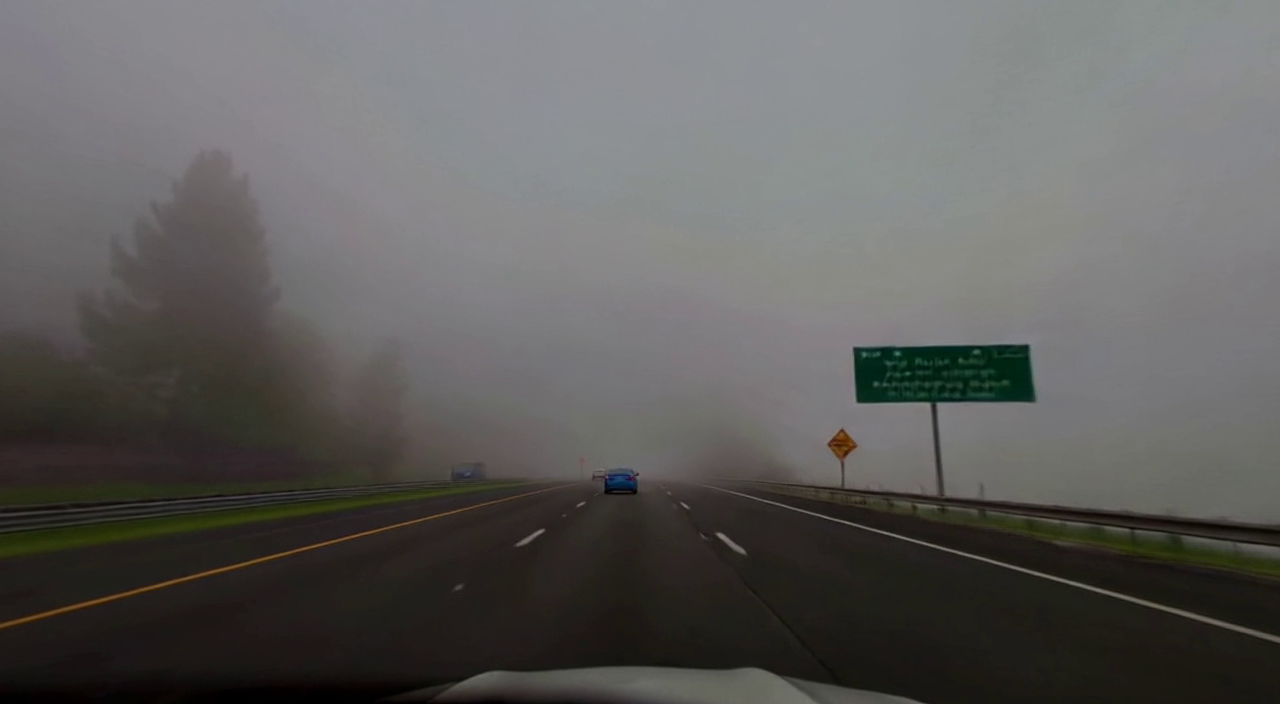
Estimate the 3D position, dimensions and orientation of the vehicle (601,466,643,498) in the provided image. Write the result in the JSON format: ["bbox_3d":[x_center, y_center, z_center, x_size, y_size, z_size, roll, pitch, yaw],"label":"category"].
[{"bbox_3d":[-0.888,6.814,33.293,2.016,1.530,4.009,1,-11,1],"label":"vehicle"}]
